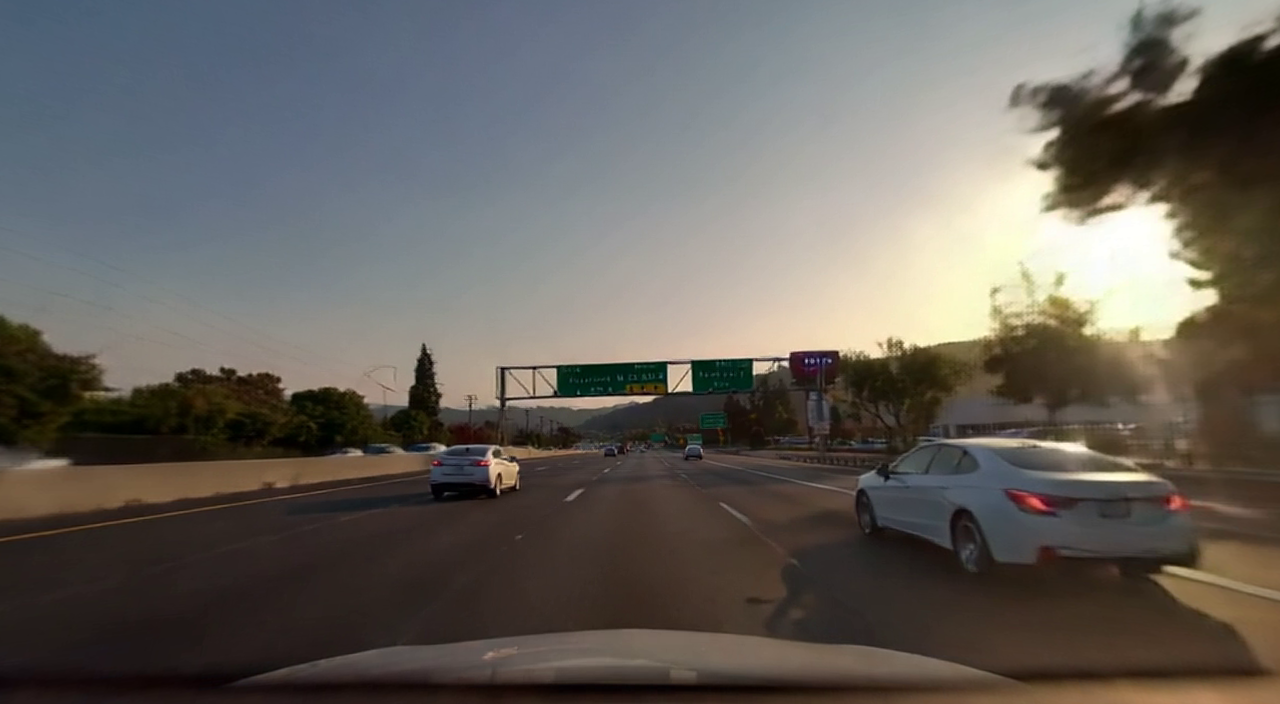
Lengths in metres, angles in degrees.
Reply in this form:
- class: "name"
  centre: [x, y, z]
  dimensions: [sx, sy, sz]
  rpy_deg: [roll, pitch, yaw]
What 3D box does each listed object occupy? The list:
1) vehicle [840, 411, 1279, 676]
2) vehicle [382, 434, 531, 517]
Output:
- class: "vehicle"
  centre: [3.858, 1.459, 6.157]
  dimensions: [2.164, 1.507, 4.914]
  rpy_deg: [0, -8, -1]
- class: "vehicle"
  centre: [-3.756, 2.603, 13.832]
  dimensions: [1.939, 1.508, 4.272]
  rpy_deg: [0, -8, 1]
